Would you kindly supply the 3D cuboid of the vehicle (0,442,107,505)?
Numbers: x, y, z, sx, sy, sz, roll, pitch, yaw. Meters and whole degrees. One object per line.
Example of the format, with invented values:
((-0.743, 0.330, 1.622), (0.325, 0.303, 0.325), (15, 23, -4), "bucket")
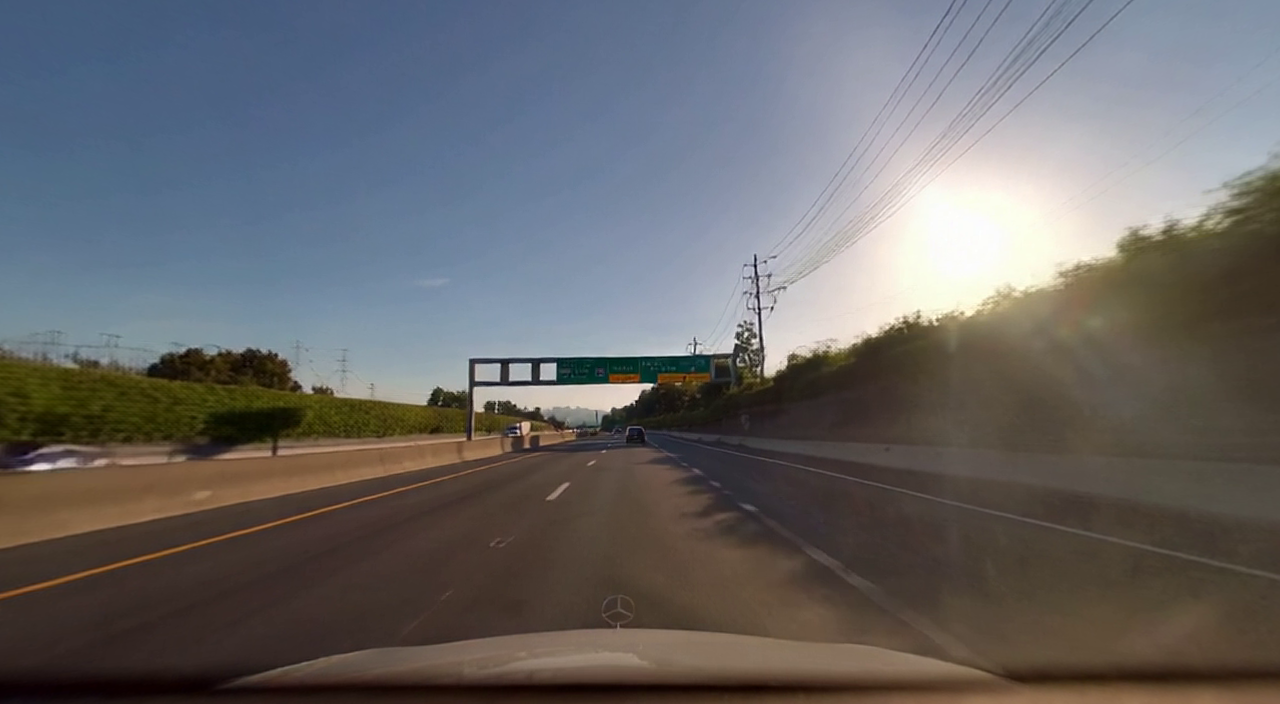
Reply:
((-16.547, 3.073, 16.113), (1.860, 1.505, 4.566), (0, -8, -1), "vehicle")
